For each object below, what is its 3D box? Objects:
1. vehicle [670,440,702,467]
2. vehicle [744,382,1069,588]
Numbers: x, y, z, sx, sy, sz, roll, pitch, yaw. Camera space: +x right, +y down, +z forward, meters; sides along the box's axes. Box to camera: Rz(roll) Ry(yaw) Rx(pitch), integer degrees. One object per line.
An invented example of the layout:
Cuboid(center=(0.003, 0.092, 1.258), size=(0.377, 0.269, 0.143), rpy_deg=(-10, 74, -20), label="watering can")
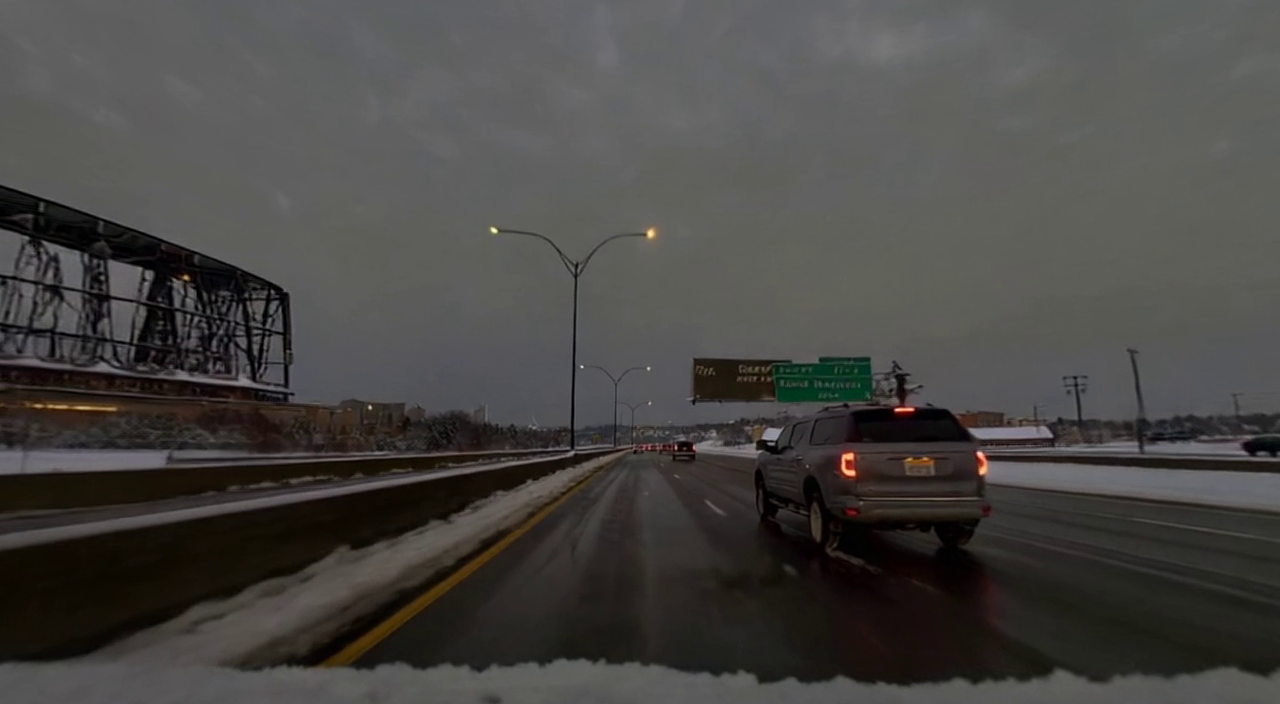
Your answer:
Cuboid(center=(3.243, 7.295, 45.519), size=(1.973, 1.774, 4.092), rpy_deg=(0, -9, -1), label="vehicle")
Cuboid(center=(3.018, 1.660, 8.720), size=(2.199, 2.002, 4.970), rpy_deg=(0, -9, -1), label="vehicle")
